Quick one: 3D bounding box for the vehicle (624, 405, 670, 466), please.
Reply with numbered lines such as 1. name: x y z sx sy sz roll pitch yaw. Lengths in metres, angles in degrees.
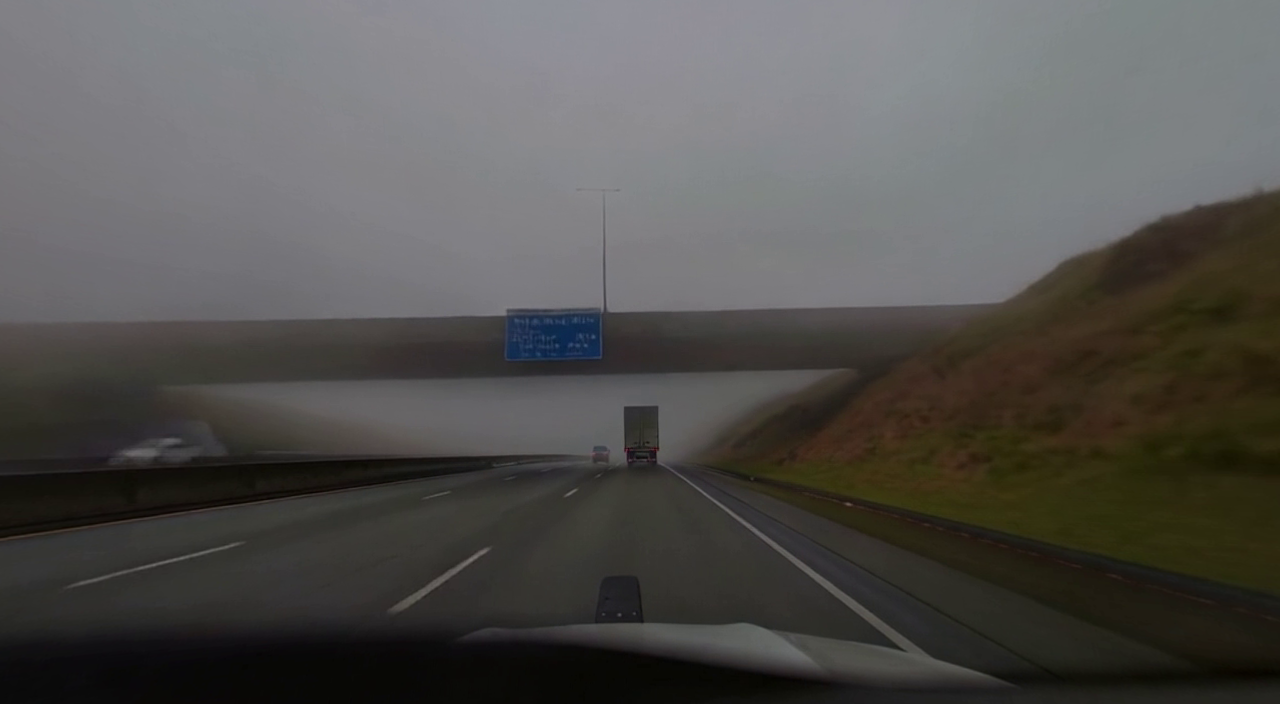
1. vehicle: 0.441 6.519 48.150 3.033 3.985 12.383 0 -9 0
